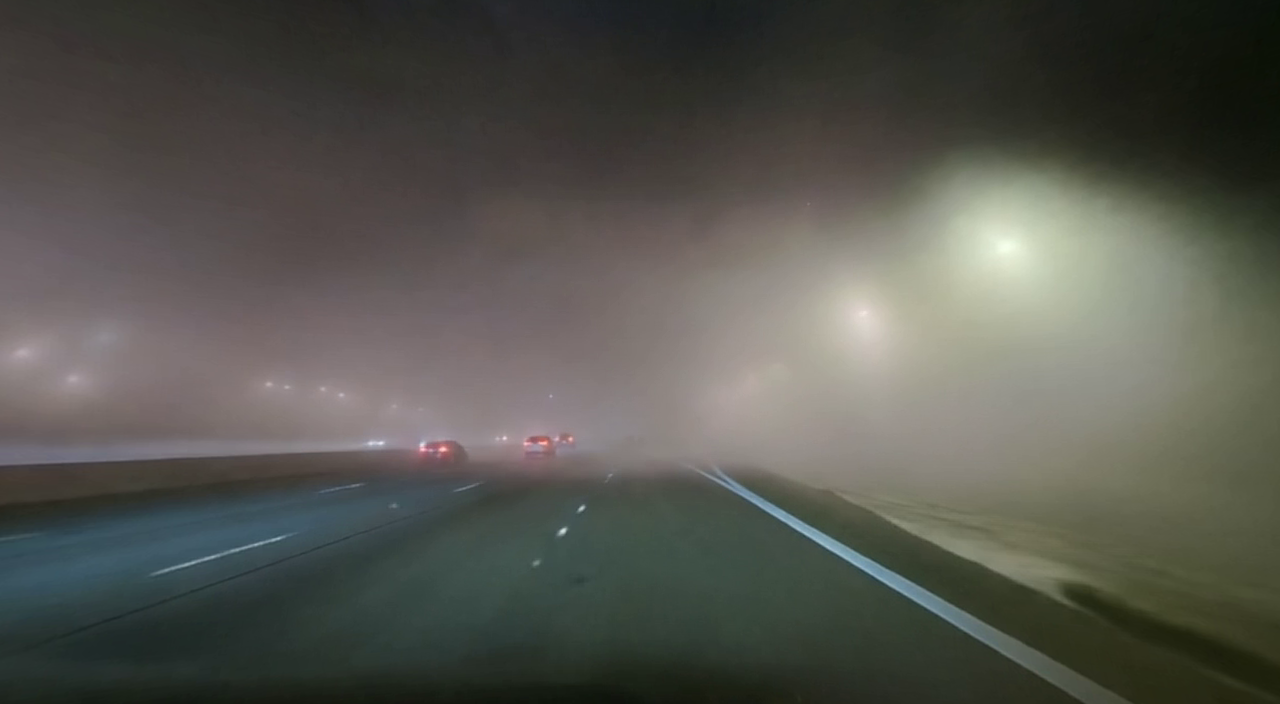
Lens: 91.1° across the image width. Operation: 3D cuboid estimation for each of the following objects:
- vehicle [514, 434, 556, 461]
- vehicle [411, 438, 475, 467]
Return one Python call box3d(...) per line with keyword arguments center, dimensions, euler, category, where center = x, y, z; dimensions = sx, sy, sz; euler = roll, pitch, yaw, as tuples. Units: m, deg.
box3d(center=(-6.741, 6.154, 40.704), dimensions=(1.979, 1.646, 4.096), euler=(0, -7, 0), category="vehicle")
box3d(center=(-10.289, 5.251, 33.168), dimensions=(1.976, 1.413, 4.088), euler=(0, -7, 1), category="vehicle")
